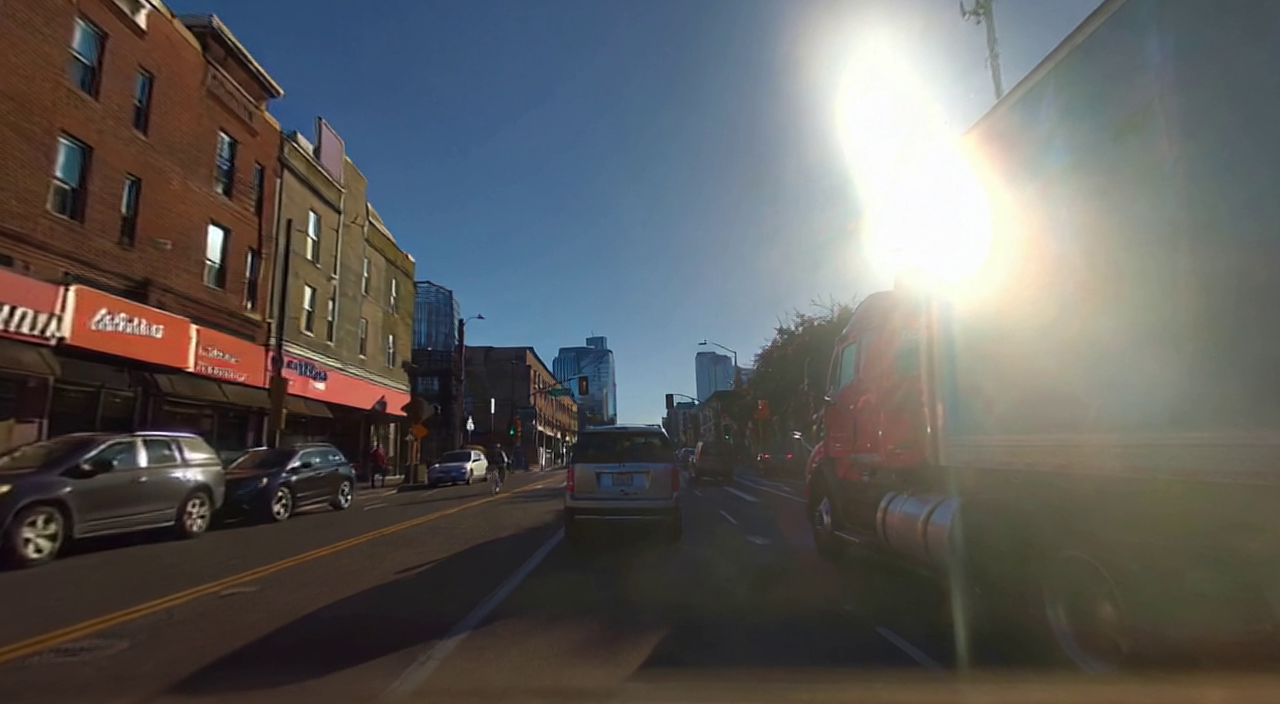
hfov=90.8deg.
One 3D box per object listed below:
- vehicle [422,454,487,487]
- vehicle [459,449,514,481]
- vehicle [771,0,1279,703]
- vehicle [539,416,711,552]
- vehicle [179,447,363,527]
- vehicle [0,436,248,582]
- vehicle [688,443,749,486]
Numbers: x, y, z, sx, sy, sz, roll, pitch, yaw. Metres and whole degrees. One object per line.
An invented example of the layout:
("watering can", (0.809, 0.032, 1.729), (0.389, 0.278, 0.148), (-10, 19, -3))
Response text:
("vehicle", (-8.707, 5.574, 30.039), (1.805, 1.379, 4.359), (0, -8, -1))
("vehicle", (-8.702, 6.423, 36.233), (2.084, 1.686, 4.422), (0, -8, -1))
("vehicle", (2.929, -0.026, 2.112), (2.913, 3.771, 9.716), (0, -8, 0))
("vehicle", (-0.214, 2.091, 10.740), (2.283, 1.783, 4.548), (0, -8, 0))
("vehicle", (-8.844, 3.214, 15.682), (1.896, 1.652, 4.269), (0, -8, 1))
("vehicle", (-8.806, 2.224, 9.764), (2.065, 1.758, 5.144), (0, -8, 2))
("vehicle", (3.288, 4.795, 27.328), (2.159, 1.696, 4.316), (0, -8, 2))
